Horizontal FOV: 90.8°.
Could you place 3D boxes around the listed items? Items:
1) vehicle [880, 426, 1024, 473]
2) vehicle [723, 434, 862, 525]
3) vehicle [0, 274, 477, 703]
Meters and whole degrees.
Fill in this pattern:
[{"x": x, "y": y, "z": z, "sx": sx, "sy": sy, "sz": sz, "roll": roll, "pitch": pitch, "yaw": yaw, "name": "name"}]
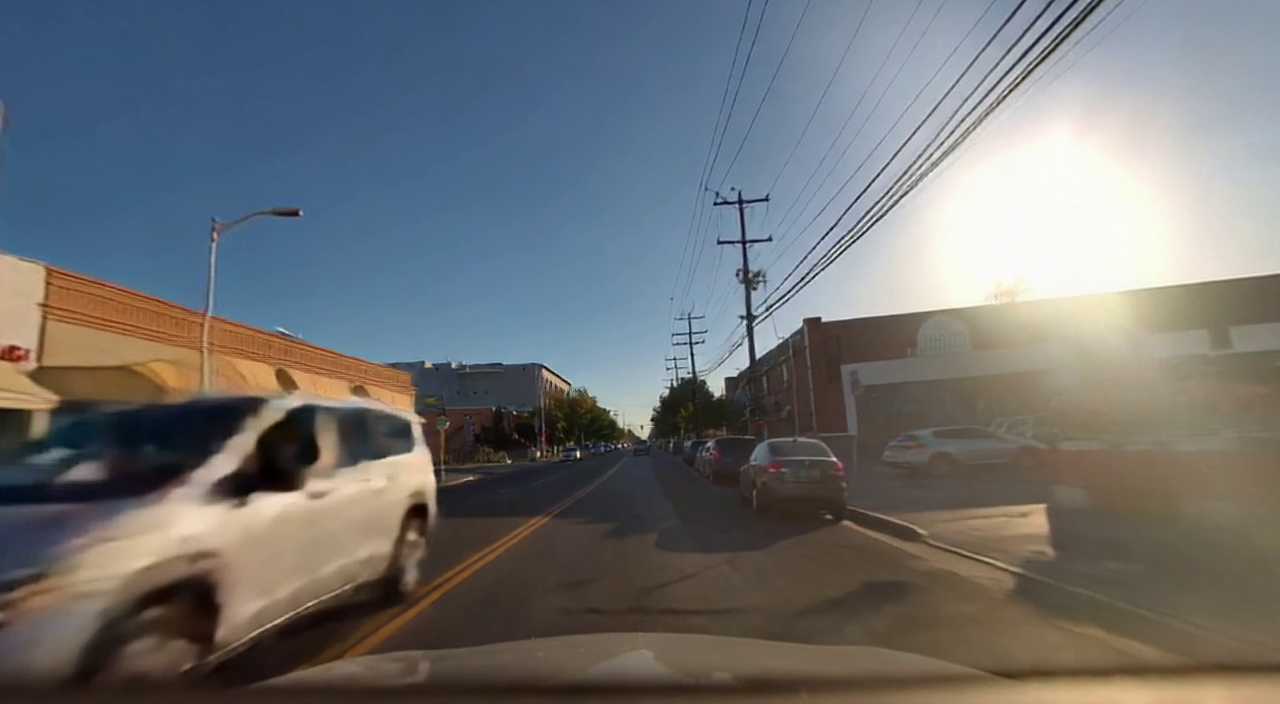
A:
[{"x": 10.669, "y": 3.377, "z": 21.859, "sx": 3.944, "sy": 1.476, "sz": 1.852, "roll": -1, "pitch": -10, "yaw": 1, "name": "vehicle"}, {"x": 2.941, "y": 2.490, "z": 13.112, "sx": 2.261, "sy": 1.503, "sz": 4.695, "roll": -2, "pitch": -8, "yaw": 9, "name": "vehicle"}, {"x": -2.828, "y": 1.030, "z": 4.709, "sx": 2.115, "sy": 2.065, "sz": 4.452, "roll": 0, "pitch": -9, "yaw": -1, "name": "vehicle"}]
